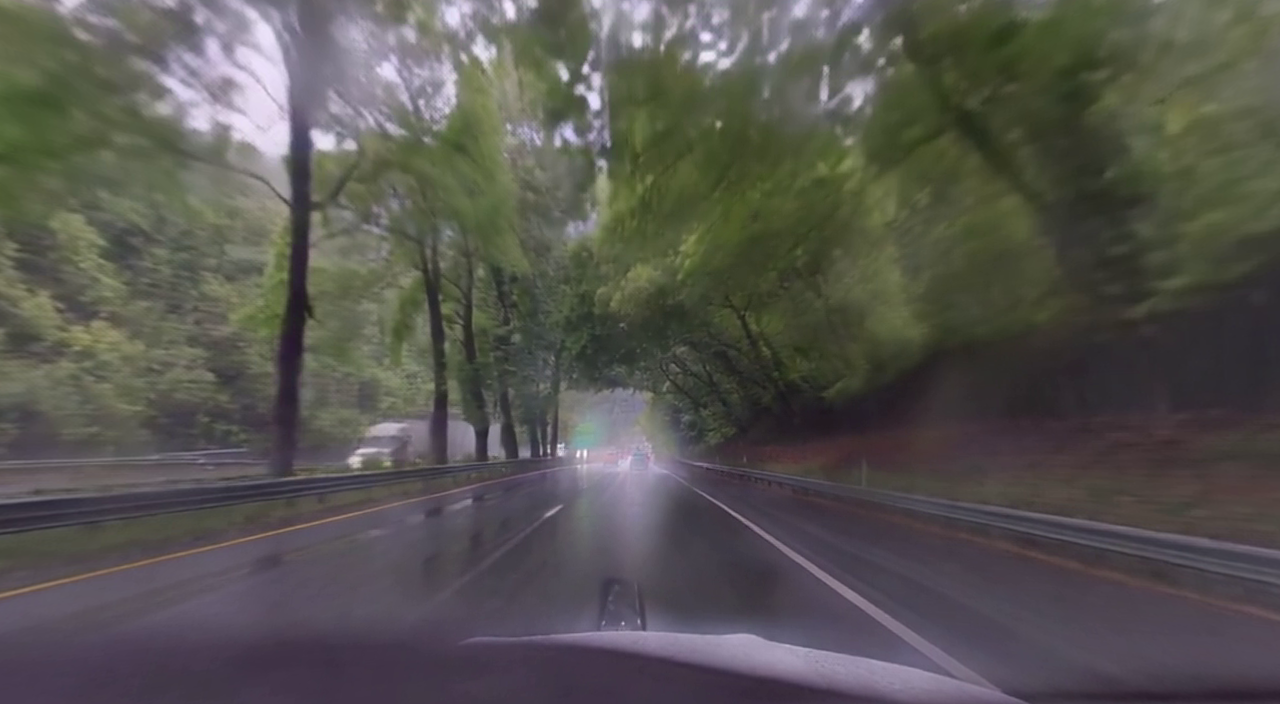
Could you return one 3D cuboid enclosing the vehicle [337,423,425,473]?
[{"bbox_3d":[-12.313,4.656,30.440,2.060,2.195,5.129,0,-9,0],"label":"vehicle"}]
